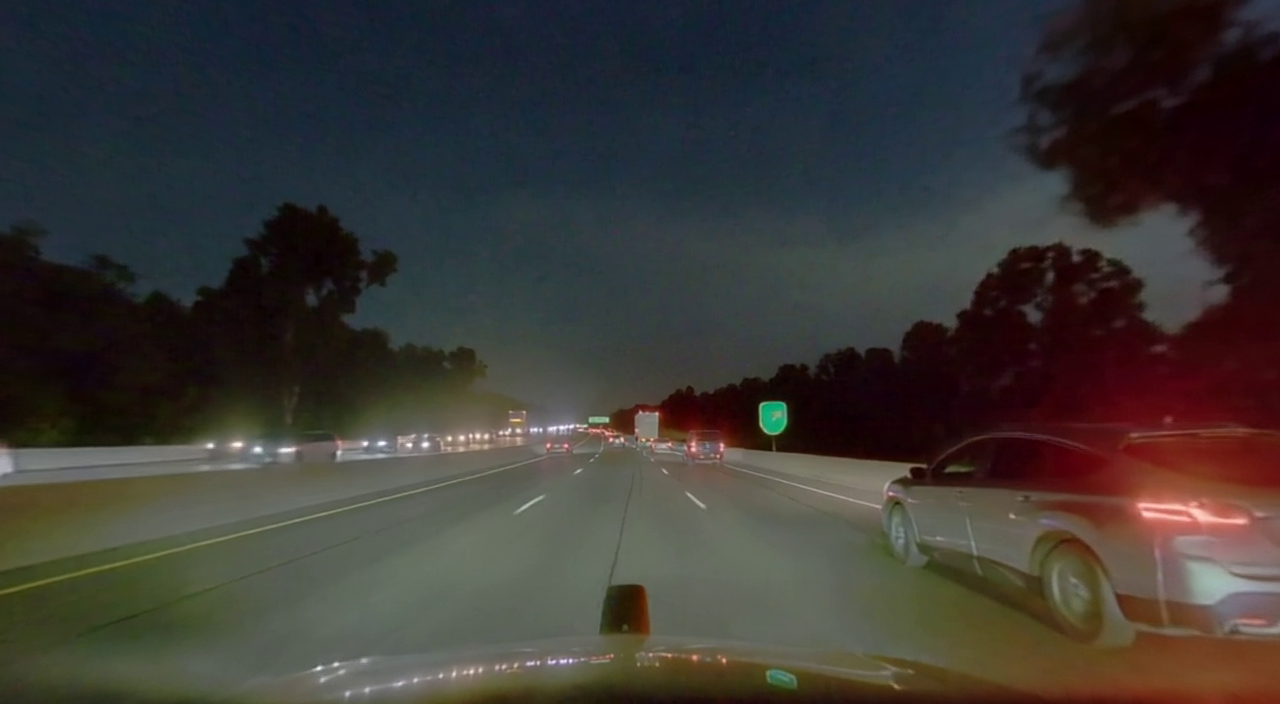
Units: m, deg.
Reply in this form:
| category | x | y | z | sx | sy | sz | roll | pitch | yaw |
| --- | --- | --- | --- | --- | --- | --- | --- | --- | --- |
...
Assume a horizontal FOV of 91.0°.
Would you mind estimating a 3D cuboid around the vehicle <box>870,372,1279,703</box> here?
| category | x | y | z | sx | sy | sz | roll | pitch | yaw |
| --- | --- | --- | --- | --- | --- | --- | --- | --- | --- |
| vehicle | 3.528 | 1.111 | 4.408 | 2.127 | 1.497 | 4.445 | 0 | -8 | 0 |

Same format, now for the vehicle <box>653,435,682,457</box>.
| category | x | y | z | sx | sy | sz | roll | pitch | yaw |
| --- | --- | --- | --- | --- | --- | --- | --- | --- | --- |
| vehicle | 1.916 | 6.671 | 44.717 | 1.844 | 1.462 | 3.736 | 0 | -8 | -1 |

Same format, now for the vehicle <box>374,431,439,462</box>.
| category | x | y | z | sx | sy | sz | roll | pitch | yaw |
| --- | --- | --- | --- | --- | --- | --- | --- | --- | --- |
| vehicle | -11.484 | 4.661 | 31.205 | 1.727 | 1.433 | 3.940 | 0 | -8 | -1 |

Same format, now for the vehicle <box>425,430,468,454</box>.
| category | x | y | z | sx | sy | sz | roll | pitch | yaw |
| --- | --- | --- | --- | --- | --- | --- | --- | --- | --- |
| vehicle | -11.836 | 5.544 | 38.714 | 1.610 | 1.420 | 3.445 | 0 | -8 | -1 |

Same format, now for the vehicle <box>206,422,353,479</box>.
| category | x | y | z | sx | sy | sz | roll | pitch | yaw |
| --- | --- | --- | --- | --- | --- | --- | --- | --- | --- |
| vehicle | -10.849 | 3.000 | 19.366 | 1.948 | 1.538 | 4.322 | 0 | -8 | 0 |

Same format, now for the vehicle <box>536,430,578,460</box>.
| category | x | y | z | sx | sy | sz | roll | pitch | yaw |
| --- | --- | --- | --- | --- | --- | --- | --- | --- | --- |
| vehicle | -4.966 | 5.654 | 38.233 | 2.058 | 1.689 | 4.315 | 0 | -8 | -1 |

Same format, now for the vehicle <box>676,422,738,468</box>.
| category | x | y | z | sx | sy | sz | roll | pitch | yaw |
| --- | --- | --- | --- | --- | --- | --- | --- | --- | --- |
| vehicle | 3.064 | 4.398 | 29.915 | 2.207 | 1.937 | 5.610 | 0 | -8 | -1 |
